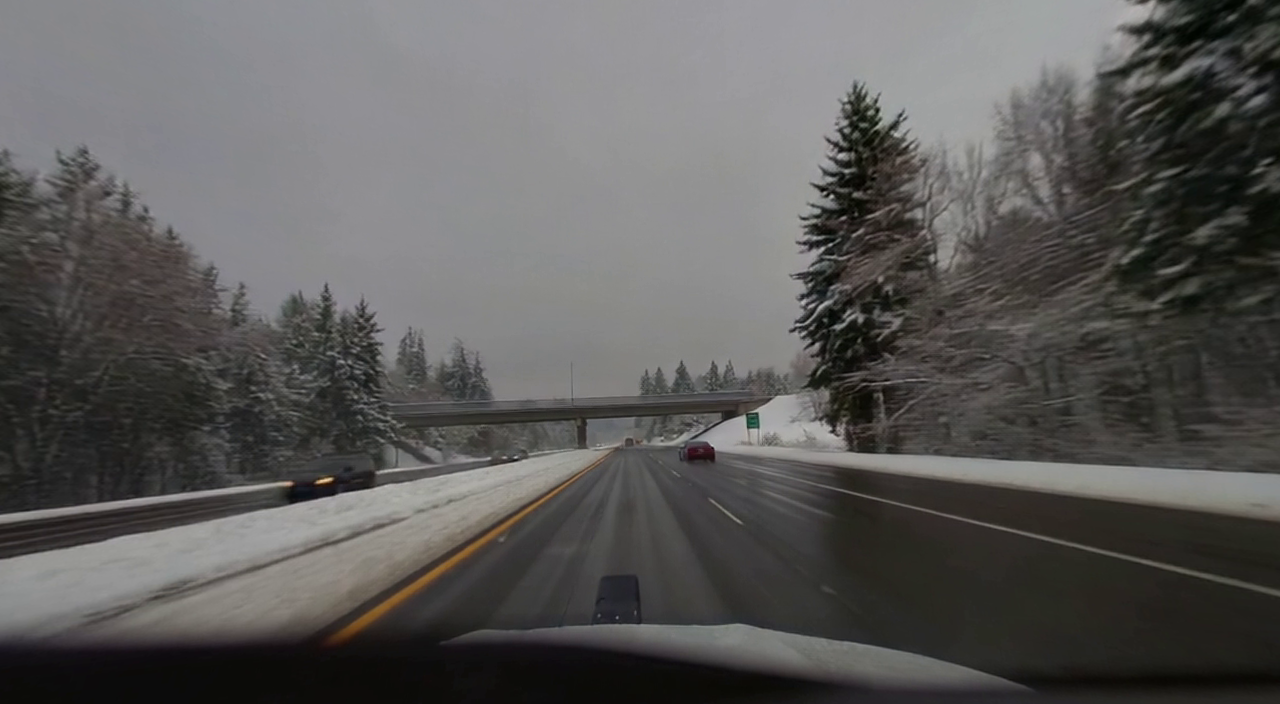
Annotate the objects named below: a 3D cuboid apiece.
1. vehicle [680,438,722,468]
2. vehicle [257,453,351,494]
[{"bbox_3d":[3.190,5.369,33.673,1.781,1.470,3.540,0,-8,-2],"label":"vehicle"},{"bbox_3d":[-13.313,4.802,25.185,1.742,1.430,3.733,0,-8,-1],"label":"vehicle"}]
